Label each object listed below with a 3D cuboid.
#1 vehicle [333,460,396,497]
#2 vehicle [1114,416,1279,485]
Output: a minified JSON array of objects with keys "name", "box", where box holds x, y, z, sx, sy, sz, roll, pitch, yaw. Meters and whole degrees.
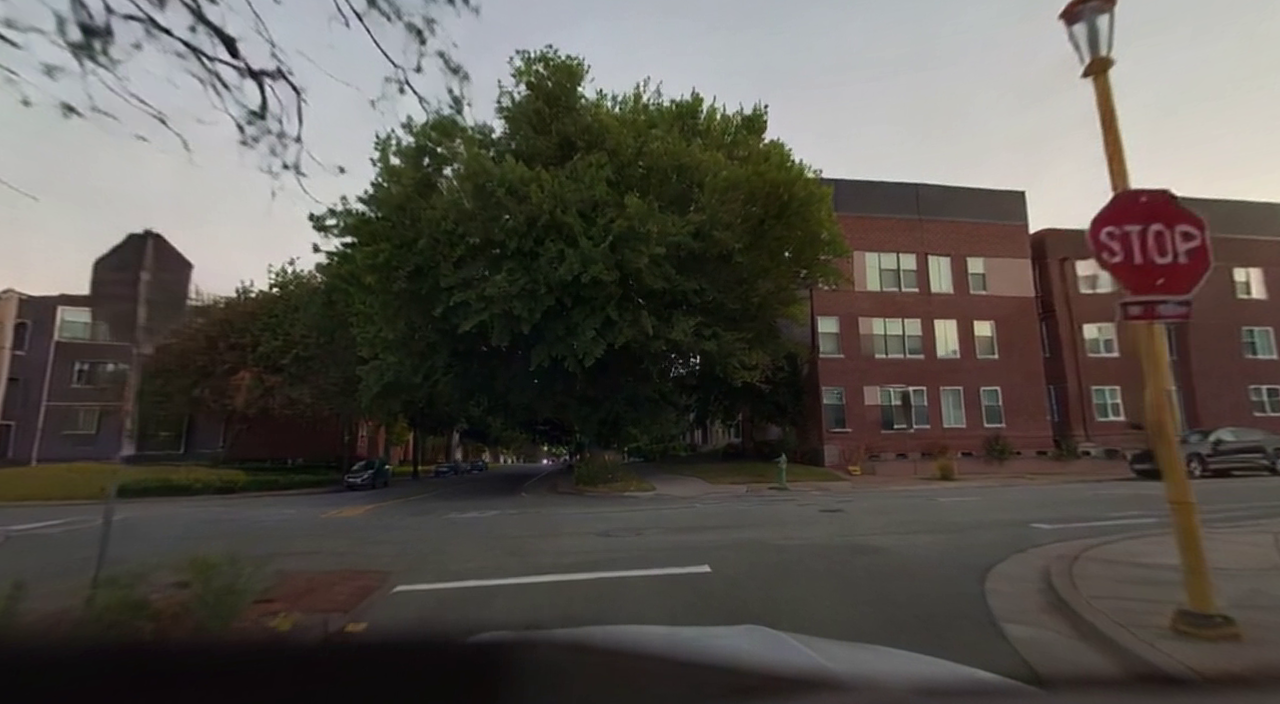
[{"name":"vehicle","box":[-13.357,6.134,30.843,2.027,1.475,4.522,0,-8,-13]},{"name":"vehicle","box":[18.455,3.072,19.746,5.213,1.850,2.126,-4,-11,4]}]
